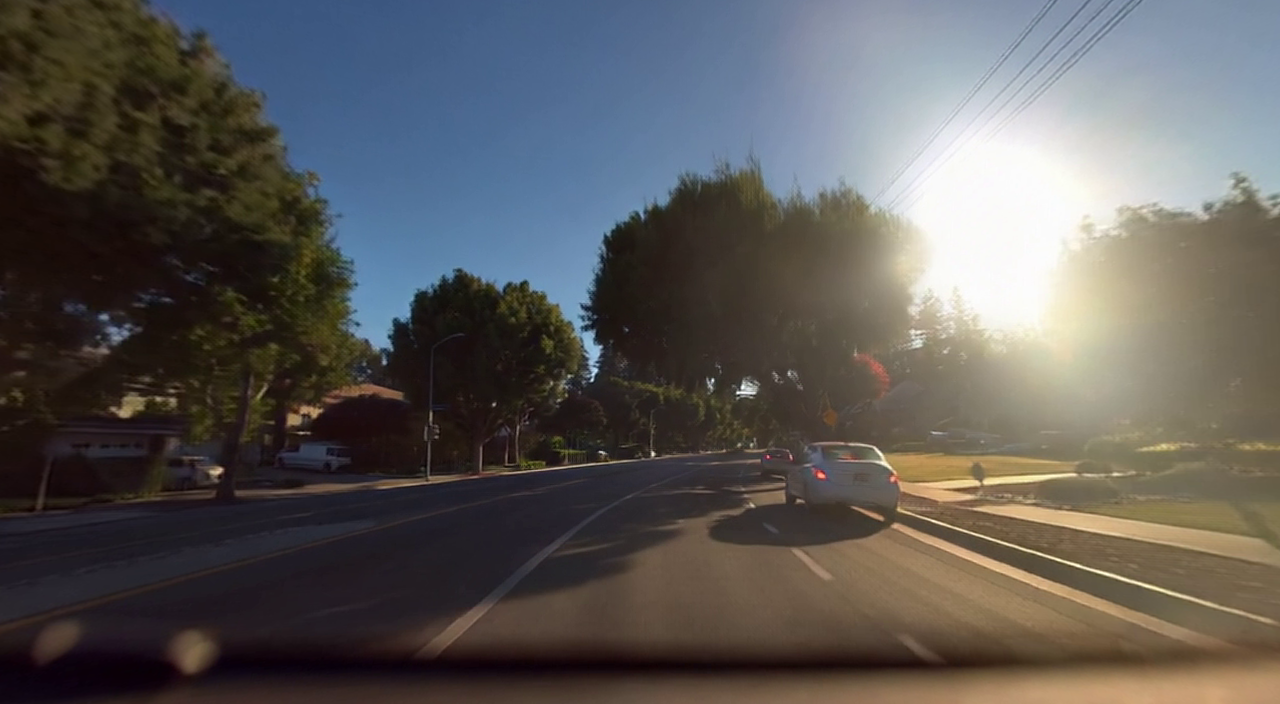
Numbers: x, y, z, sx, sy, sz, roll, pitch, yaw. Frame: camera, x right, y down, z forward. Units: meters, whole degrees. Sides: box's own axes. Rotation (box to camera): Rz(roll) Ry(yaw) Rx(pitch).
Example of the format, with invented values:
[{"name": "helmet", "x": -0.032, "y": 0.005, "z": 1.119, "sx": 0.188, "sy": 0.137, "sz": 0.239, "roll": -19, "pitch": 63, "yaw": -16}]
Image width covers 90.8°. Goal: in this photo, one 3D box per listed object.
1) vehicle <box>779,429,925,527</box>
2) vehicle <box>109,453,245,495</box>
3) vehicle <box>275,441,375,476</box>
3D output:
[{"name": "vehicle", "x": 4.419, "y": 2.674, "z": 13.973, "sx": 1.989, "sy": 1.782, "sz": 4.351, "roll": -1, "pitch": -9, "yaw": 4}, {"name": "vehicle", "x": -18.326, "y": 4.787, "z": 25.087, "sx": 4.284, "sy": 1.549, "sz": 1.828, "roll": -2, "pitch": -9, "yaw": 11}, {"name": "vehicle", "x": -19.568, "y": 6.613, "z": 39.372, "sx": 5.134, "sy": 2.110, "sz": 2.040, "roll": -1, "pitch": -9, "yaw": 5}]
